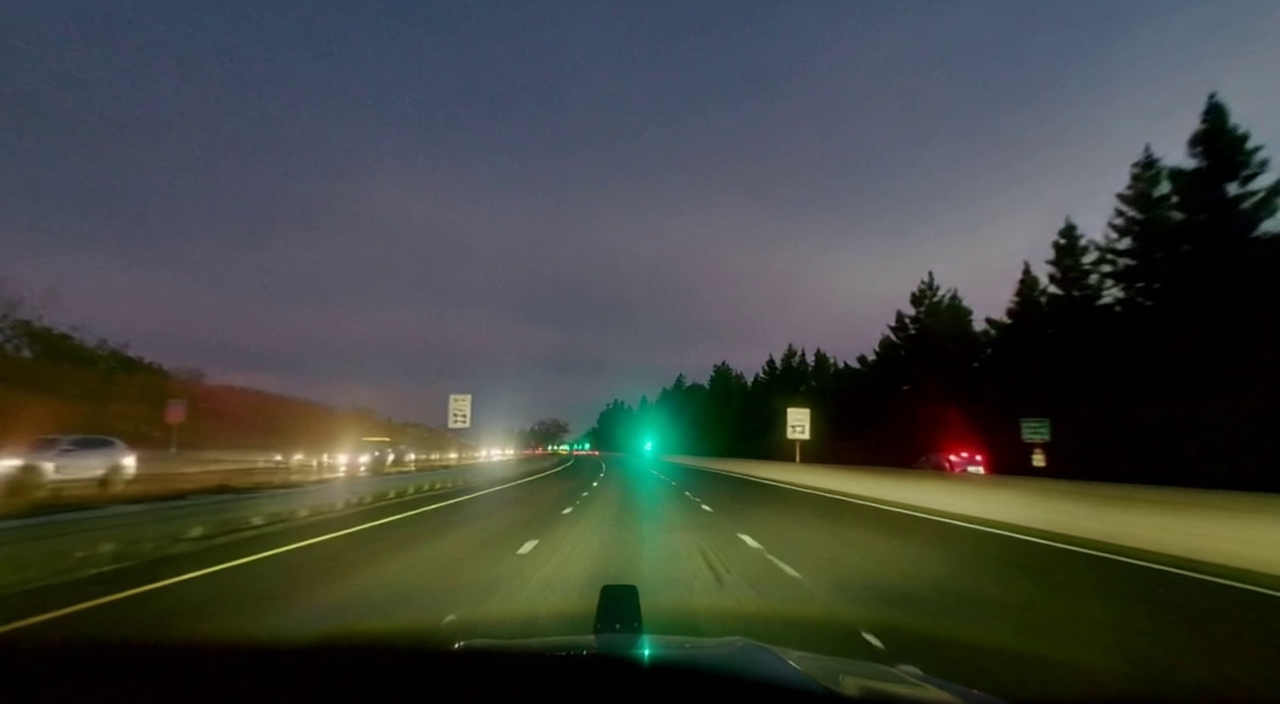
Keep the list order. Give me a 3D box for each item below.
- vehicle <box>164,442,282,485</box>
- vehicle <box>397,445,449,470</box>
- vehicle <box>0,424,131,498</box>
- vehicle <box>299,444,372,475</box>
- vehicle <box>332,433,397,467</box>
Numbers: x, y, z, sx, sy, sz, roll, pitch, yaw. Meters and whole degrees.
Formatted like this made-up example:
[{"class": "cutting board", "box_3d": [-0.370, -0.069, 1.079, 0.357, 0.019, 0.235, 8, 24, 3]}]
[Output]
[{"class": "vehicle", "box_3d": [-15.315, 4.091, 23.302, 1.750, 1.437, 3.997, 0, -9, -3]}, {"class": "vehicle", "box_3d": [-13.770, 6.700, 40.019, 1.822, 1.492, 4.026, 0, -9, 1]}, {"class": "vehicle", "box_3d": [-14.622, 2.495, 14.462, 1.906, 1.558, 4.561, 0, -9, -1]}, {"class": "vehicle", "box_3d": [-15.678, 5.538, 32.514, 1.791, 1.478, 4.072, 0, -9, -1]}, {"class": "vehicle", "box_3d": [-20.583, 7.375, 47.179, 2.300, 2.303, 6.068, 0, -9, -2]}]
